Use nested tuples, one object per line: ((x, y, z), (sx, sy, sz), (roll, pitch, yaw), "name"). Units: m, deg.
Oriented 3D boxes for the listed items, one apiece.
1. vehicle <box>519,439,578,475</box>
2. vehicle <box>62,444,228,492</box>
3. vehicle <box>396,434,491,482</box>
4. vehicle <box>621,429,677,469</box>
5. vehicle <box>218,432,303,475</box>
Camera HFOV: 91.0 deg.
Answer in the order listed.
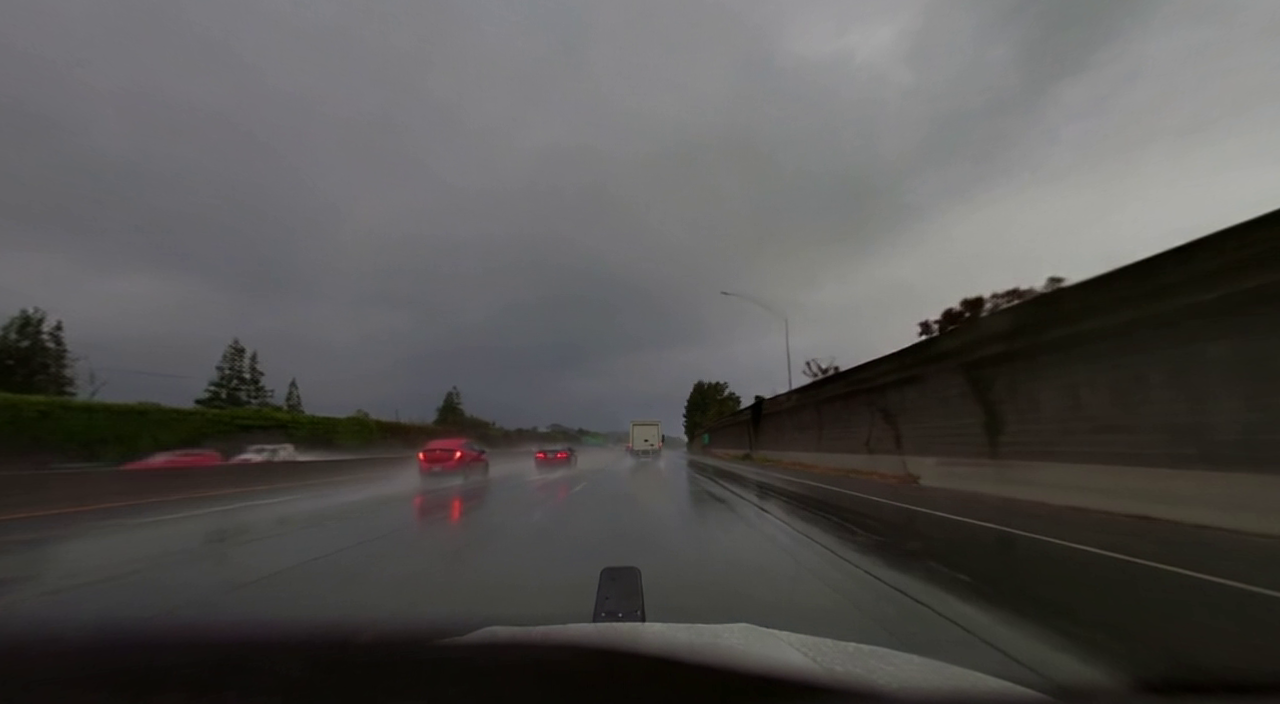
((-4.041, 4.720, 28.576), (2.000, 1.512, 4.371), (0, -8, 0), "vehicle")
((-20.360, 4.751, 26.395), (1.948, 1.754, 6.062), (0, -9, 1), "vehicle")
((-7.496, 4.087, 24.610), (2.189, 1.673, 4.699), (0, -9, 0), "vehicle")
((0.433, 5.292, 34.526), (2.856, 1.994, 4.931), (0, -8, 0), "vehicle")
((-24.647, 6.604, 41.146), (2.396, 2.608, 4.808), (0, -9, 1), "vehicle")
